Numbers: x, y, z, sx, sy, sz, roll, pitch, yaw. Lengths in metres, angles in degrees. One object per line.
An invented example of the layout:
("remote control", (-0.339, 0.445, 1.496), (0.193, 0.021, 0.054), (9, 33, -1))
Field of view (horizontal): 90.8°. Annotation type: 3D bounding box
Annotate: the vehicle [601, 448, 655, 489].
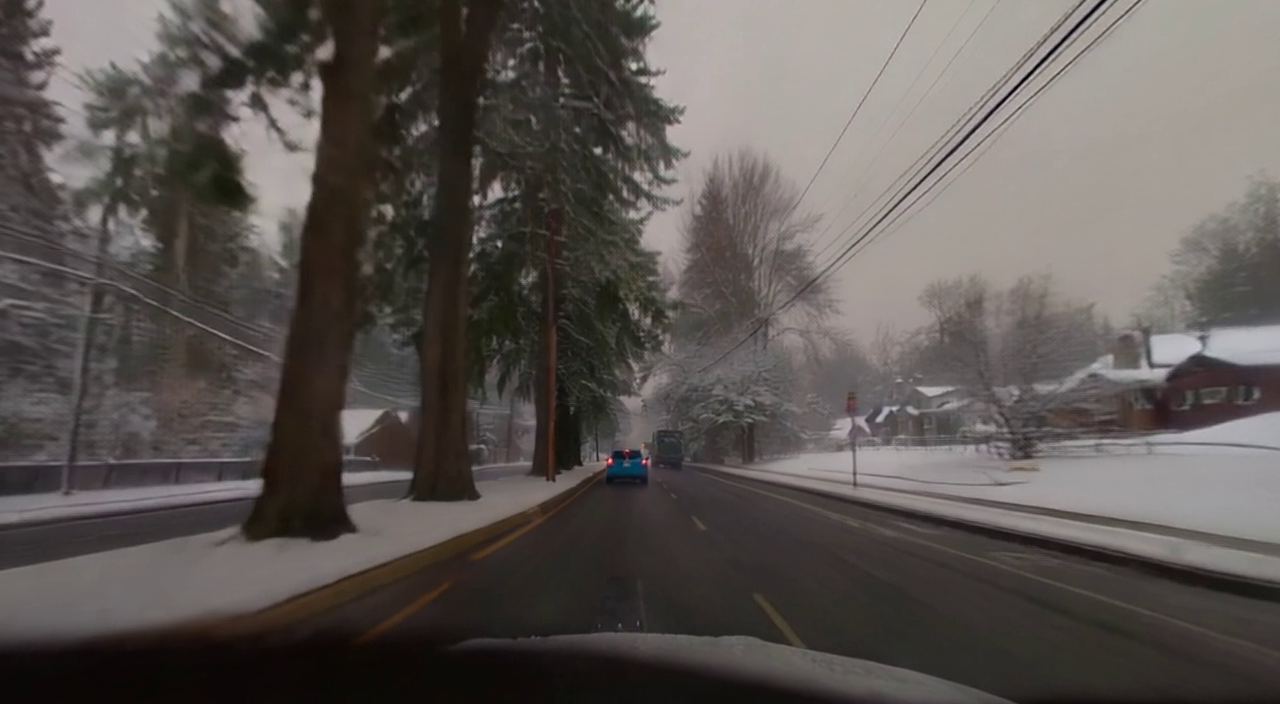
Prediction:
("vehicle", (-0.465, 4.736, 26.009), (2.018, 1.511, 3.993), (0, -9, 0))
